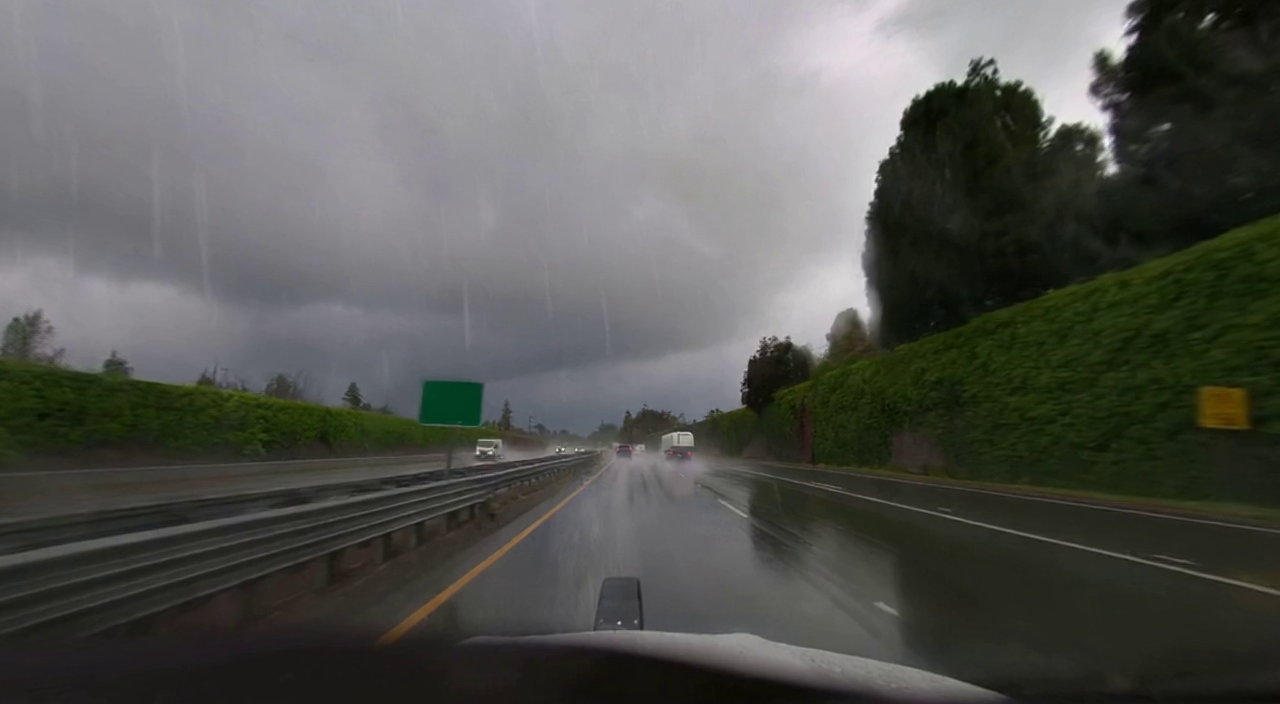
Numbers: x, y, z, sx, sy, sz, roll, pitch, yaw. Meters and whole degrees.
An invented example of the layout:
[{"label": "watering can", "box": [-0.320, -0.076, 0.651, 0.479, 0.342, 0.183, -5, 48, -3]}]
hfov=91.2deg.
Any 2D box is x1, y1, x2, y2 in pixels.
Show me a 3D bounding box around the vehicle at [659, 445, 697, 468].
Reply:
[{"label": "vehicle", "box": [2.588, 7.247, 43.613, 2.244, 1.498, 4.338, 0, -9, -2]}]
